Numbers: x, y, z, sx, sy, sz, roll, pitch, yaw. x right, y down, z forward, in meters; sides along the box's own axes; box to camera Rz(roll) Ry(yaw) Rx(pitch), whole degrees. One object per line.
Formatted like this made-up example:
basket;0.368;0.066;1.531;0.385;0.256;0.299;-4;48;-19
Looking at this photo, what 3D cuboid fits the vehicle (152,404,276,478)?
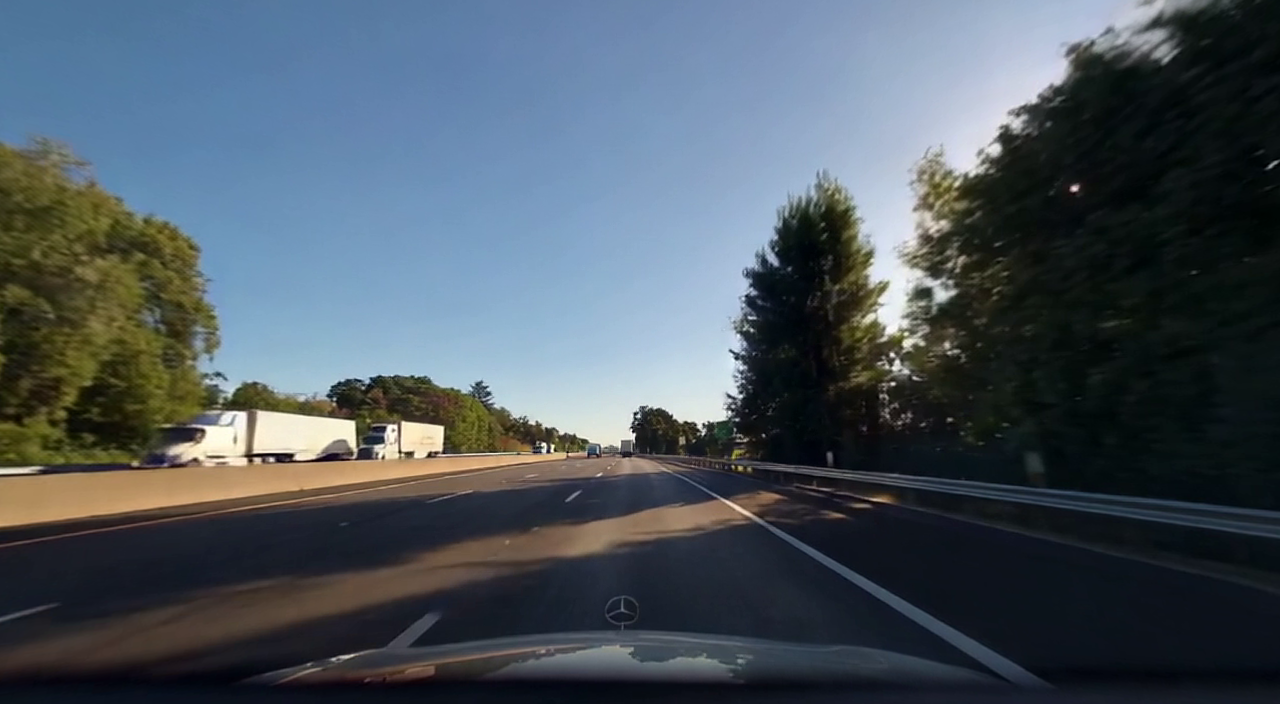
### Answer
vehicle;-24.542;5.215;36.777;3.030;3.899;5.928;0;-9;-2
